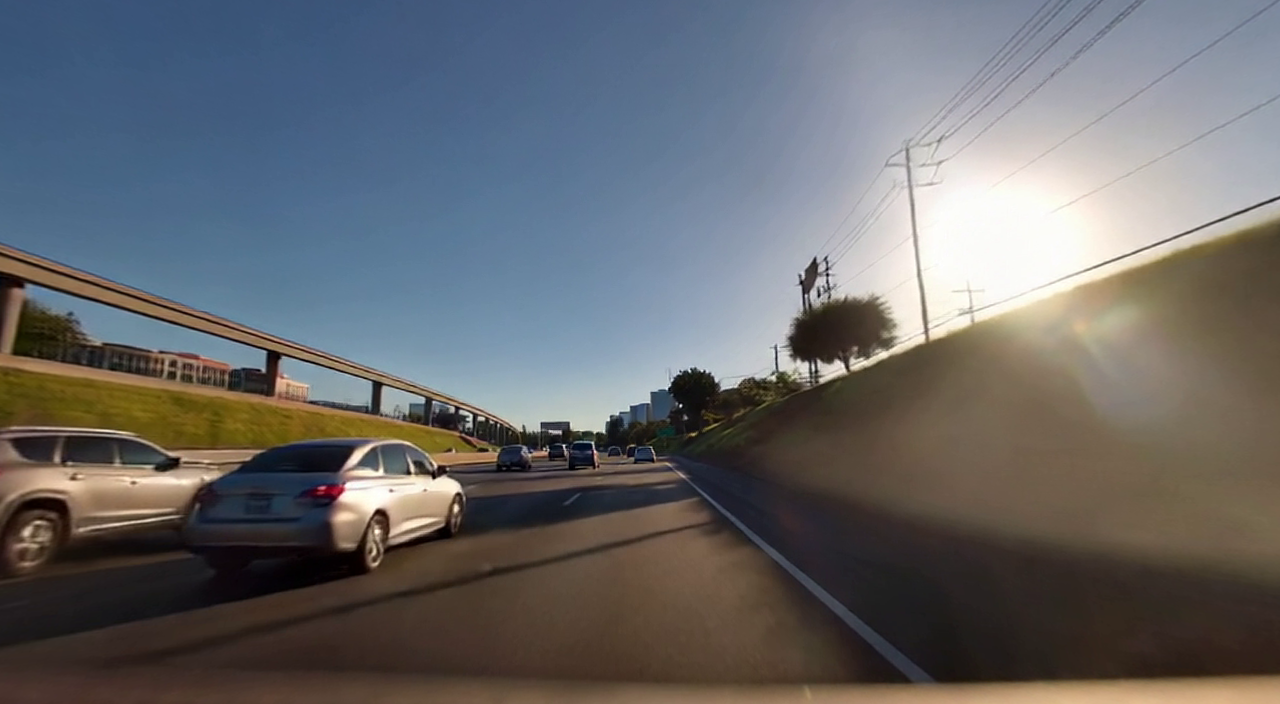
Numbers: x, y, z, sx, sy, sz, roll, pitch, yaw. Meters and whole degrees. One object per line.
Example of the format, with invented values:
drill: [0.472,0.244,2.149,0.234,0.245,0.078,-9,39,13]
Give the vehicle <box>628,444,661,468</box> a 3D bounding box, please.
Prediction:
vehicle: [0.271,6.887,41.920,2.074,1.465,3.977,0,-8,-2]

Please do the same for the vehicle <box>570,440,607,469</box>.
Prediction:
vehicle: [-3.349,6.807,42.025,2.093,1.831,4.712,0,-8,0]

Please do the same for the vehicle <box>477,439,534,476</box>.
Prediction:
vehicle: [-7.262,5.715,34.439,2.084,1.815,4.406,0,-8,1]

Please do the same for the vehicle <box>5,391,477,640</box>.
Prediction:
vehicle: [-3.391,1.468,6.694,2.052,1.731,4.372,0,-8,1]
